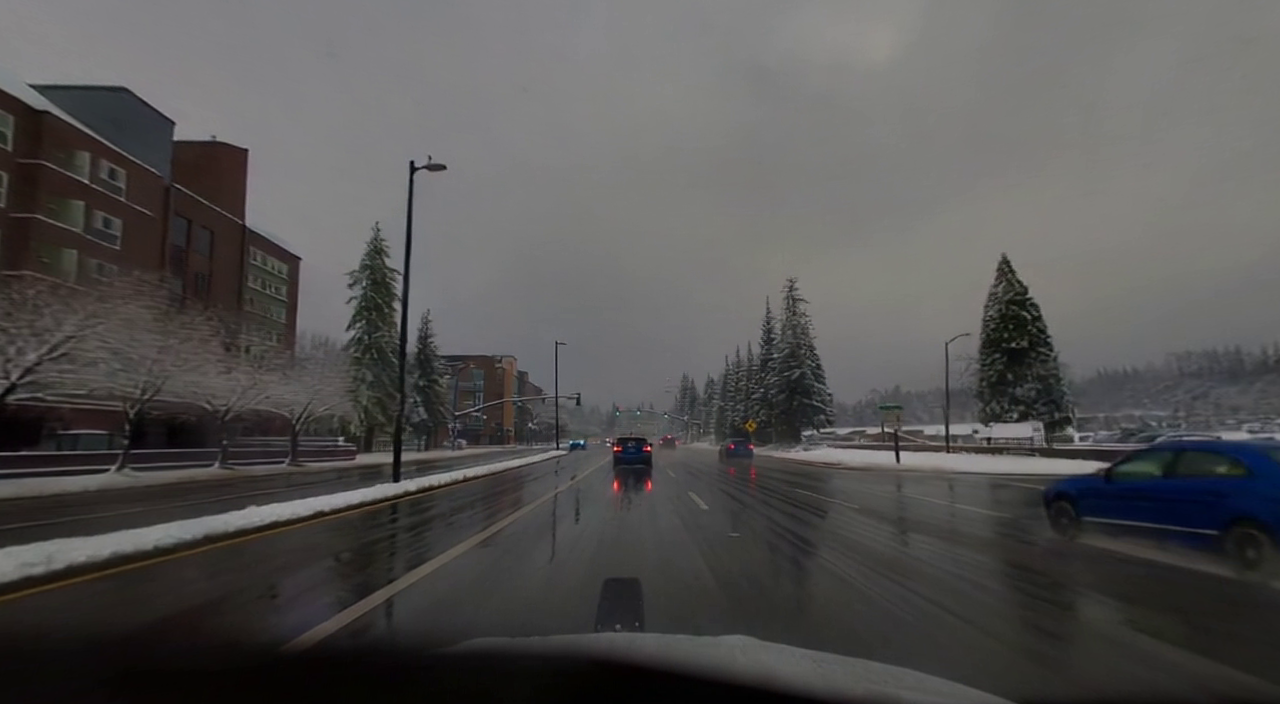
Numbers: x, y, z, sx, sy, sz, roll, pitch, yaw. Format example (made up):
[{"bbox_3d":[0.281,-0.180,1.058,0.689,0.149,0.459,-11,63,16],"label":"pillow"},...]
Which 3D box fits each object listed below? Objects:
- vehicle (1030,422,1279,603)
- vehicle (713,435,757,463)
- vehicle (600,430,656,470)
[{"bbox_3d":[6.297,1.511,6.383,1.997,1.480,4.100,0,-9,-1],"label":"vehicle"},{"bbox_3d":[6.508,6.737,43.629,2.136,1.799,4.796,1,-9,-2],"label":"vehicle"},{"bbox_3d":[-0.571,5.158,33.161,2.682,1.908,5.706,0,-9,0],"label":"vehicle"}]
